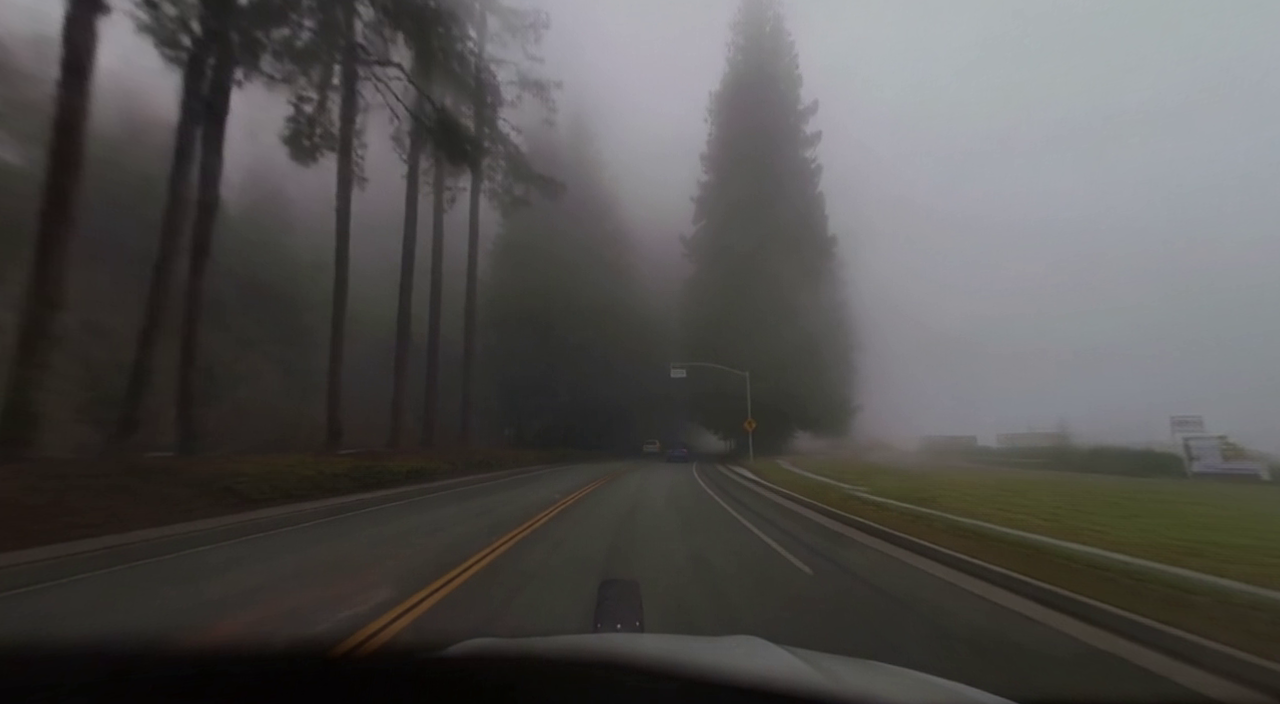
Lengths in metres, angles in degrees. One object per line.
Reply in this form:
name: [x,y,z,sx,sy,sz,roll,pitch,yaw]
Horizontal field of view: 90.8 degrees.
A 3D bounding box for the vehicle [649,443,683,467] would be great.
vehicle: [1.785,6.909,42.574,2.071,1.474,4.047,-1,-8,6]
